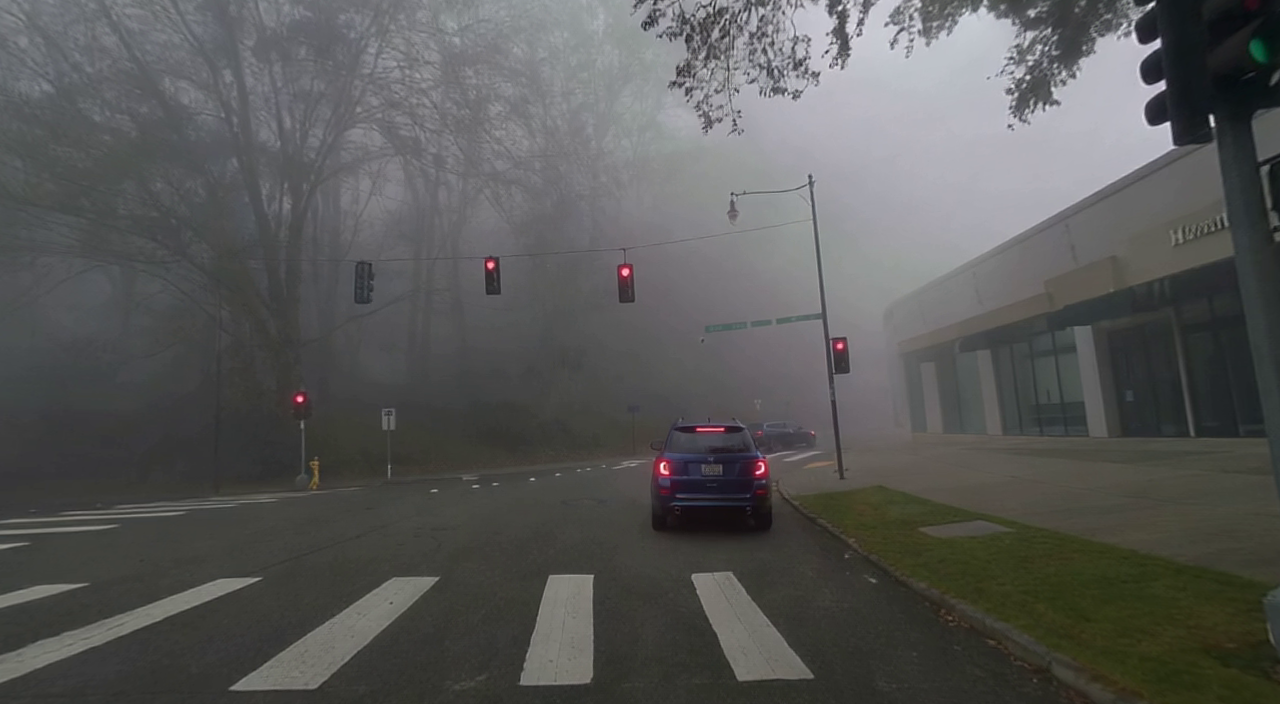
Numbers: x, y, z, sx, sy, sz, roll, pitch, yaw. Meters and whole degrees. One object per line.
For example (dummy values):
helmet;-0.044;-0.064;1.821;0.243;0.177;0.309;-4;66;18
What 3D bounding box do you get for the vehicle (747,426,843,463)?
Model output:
vehicle;8.425;4.975;34.009;5.519;1.842;2.100;7;-11;-40
